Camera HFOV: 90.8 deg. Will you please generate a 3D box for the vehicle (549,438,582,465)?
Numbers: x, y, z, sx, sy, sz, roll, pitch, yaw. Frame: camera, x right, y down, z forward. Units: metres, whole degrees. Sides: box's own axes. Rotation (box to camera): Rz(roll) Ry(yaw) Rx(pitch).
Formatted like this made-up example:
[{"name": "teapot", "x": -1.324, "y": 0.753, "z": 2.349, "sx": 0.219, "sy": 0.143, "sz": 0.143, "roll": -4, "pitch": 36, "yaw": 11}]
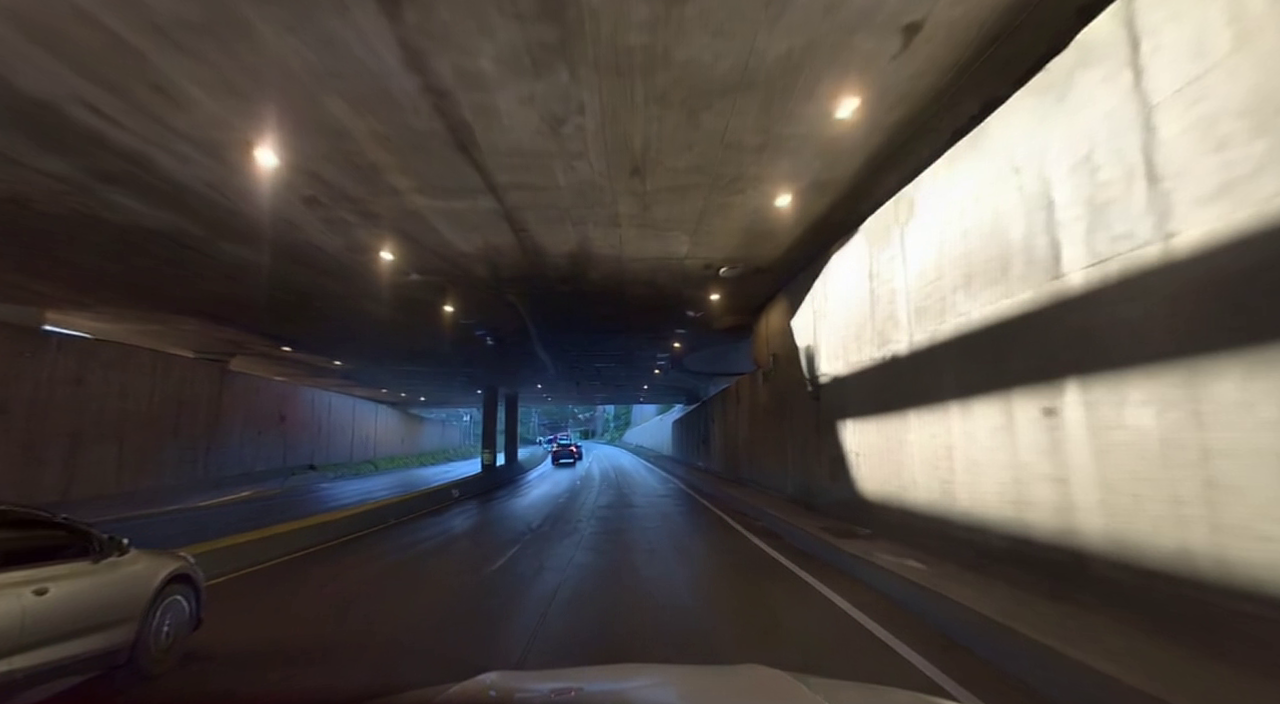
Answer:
[{"name": "vehicle", "x": -5.213, "y": 6.988, "z": 44.517, "sx": 1.961, "sy": 1.725, "sz": 4.315, "roll": 0, "pitch": -8, "yaw": -2}]
